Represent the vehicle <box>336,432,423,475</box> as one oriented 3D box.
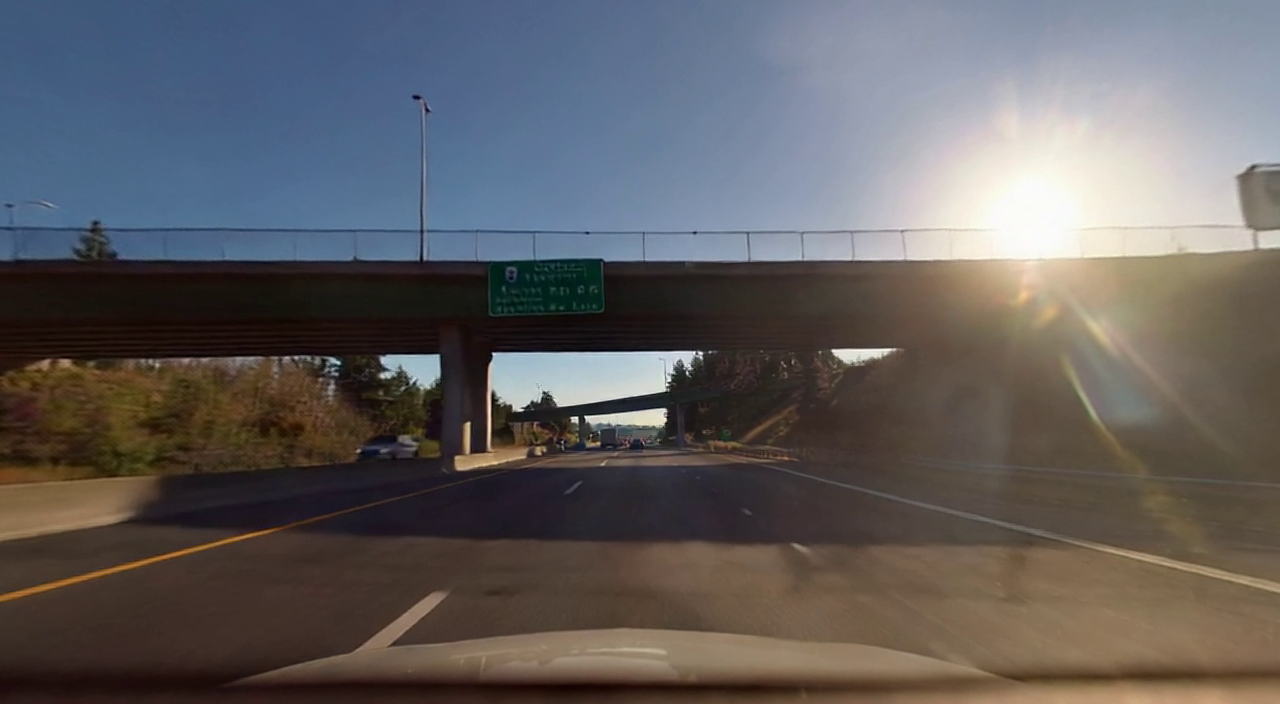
[{"bbox_3d":[-12.497,4.865,30.572,2.229,1.873,4.698,0,-8,0],"label":"vehicle"}]
